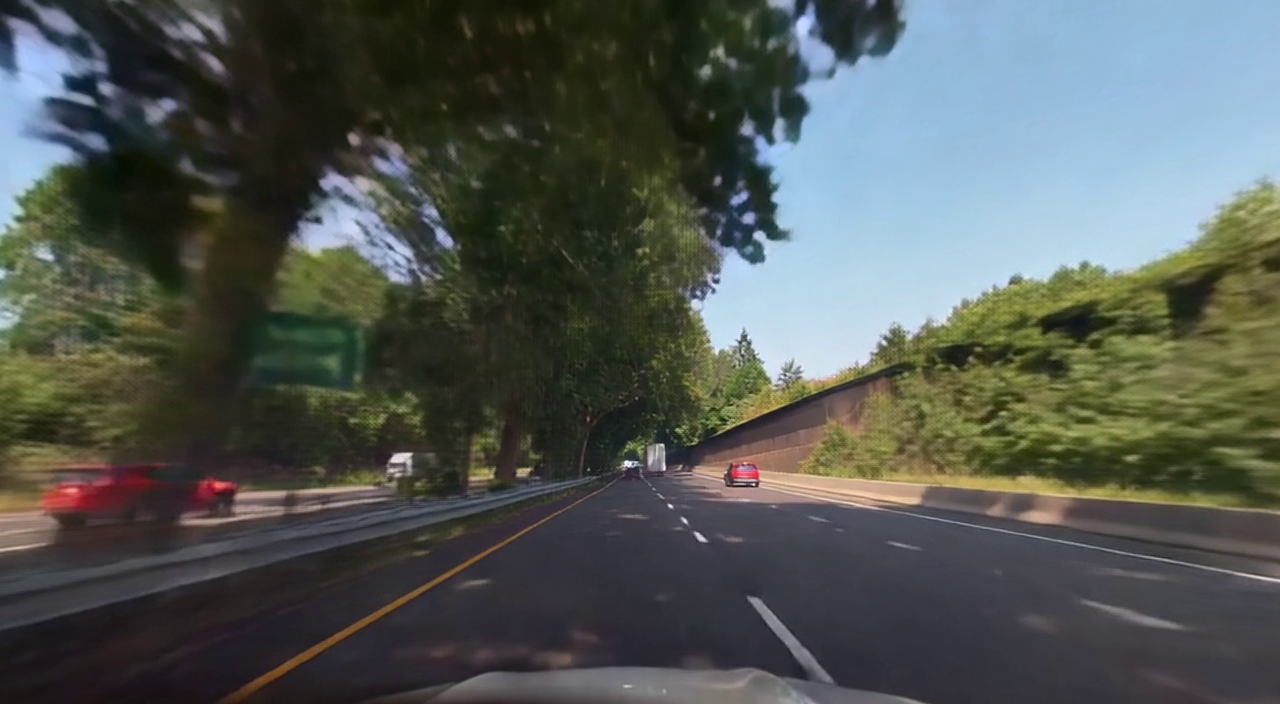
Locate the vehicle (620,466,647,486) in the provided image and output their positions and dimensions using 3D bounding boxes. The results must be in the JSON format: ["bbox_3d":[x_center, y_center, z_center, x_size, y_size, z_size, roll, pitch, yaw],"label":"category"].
[{"bbox_3d":[-0.487,9.578,48.755,1.987,1.467,3.903,1,-10,-1],"label":"vehicle"}]

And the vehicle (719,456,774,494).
[{"bbox_3d":[5.419,6.351,32.607,1.998,1.776,4.663,1,-10,-1],"label":"vehicle"}]

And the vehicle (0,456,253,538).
[{"bbox_3d":[-11.983,3.405,15.316,1.952,1.618,4.859,1,-10,1],"label":"vehicle"}]
